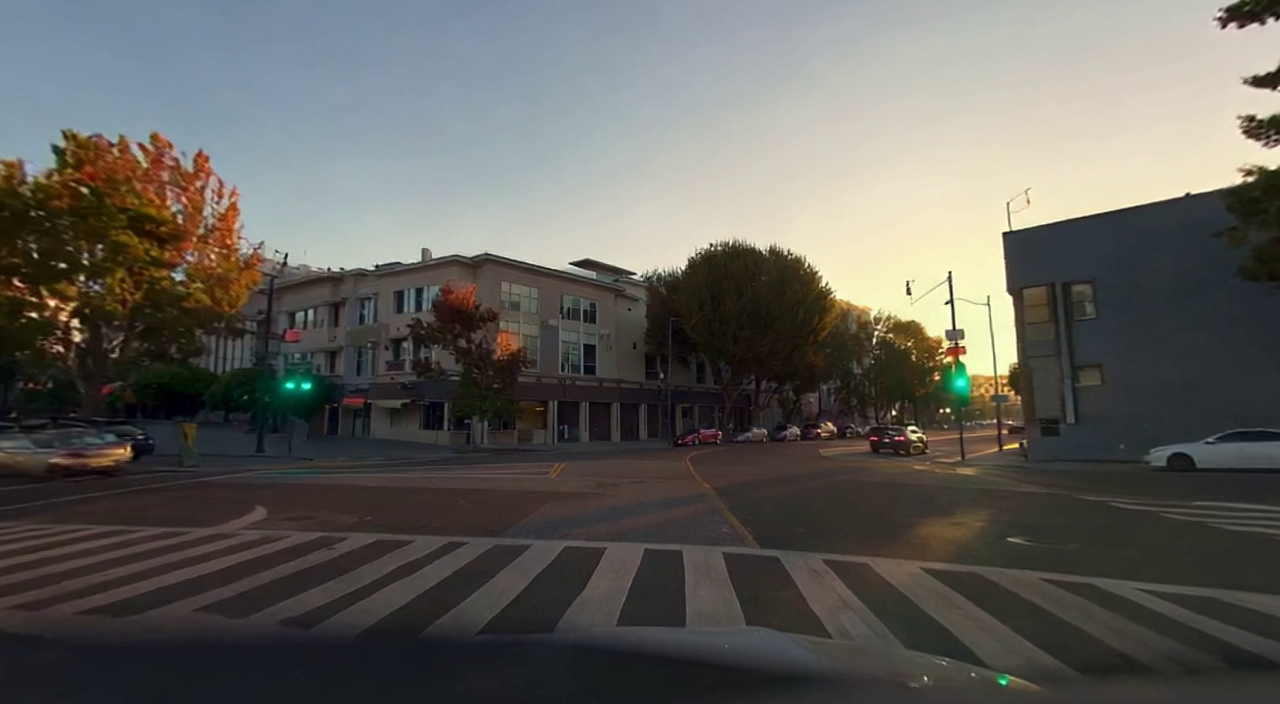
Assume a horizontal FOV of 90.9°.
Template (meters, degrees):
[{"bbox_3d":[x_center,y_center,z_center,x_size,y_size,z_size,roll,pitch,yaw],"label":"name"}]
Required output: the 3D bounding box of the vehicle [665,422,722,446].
[{"bbox_3d":[3.871,5.897,45.274,1.922,1.628,4.291,-7,-11,40],"label":"vehicle"}]

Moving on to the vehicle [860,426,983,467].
[{"bbox_3d":[11.113,3.782,25.329,2.148,1.488,4.508,2,-9,-13],"label":"vehicle"}]

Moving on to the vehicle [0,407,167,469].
[{"bbox_3d":[-19.333,2.785,20.354,5.978,1.852,2.304,1,-8,-7],"label":"vehicle"}]

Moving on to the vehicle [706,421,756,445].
[{"bbox_3d":[5.789,5.144,39.730,1.852,1.465,4.092,-4,-9,28],"label":"vehicle"}]

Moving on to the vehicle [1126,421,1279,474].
[{"bbox_3d":[17.975,2.918,19.247,4.741,1.476,2.042,-7,-11,40],"label":"vehicle"}]
